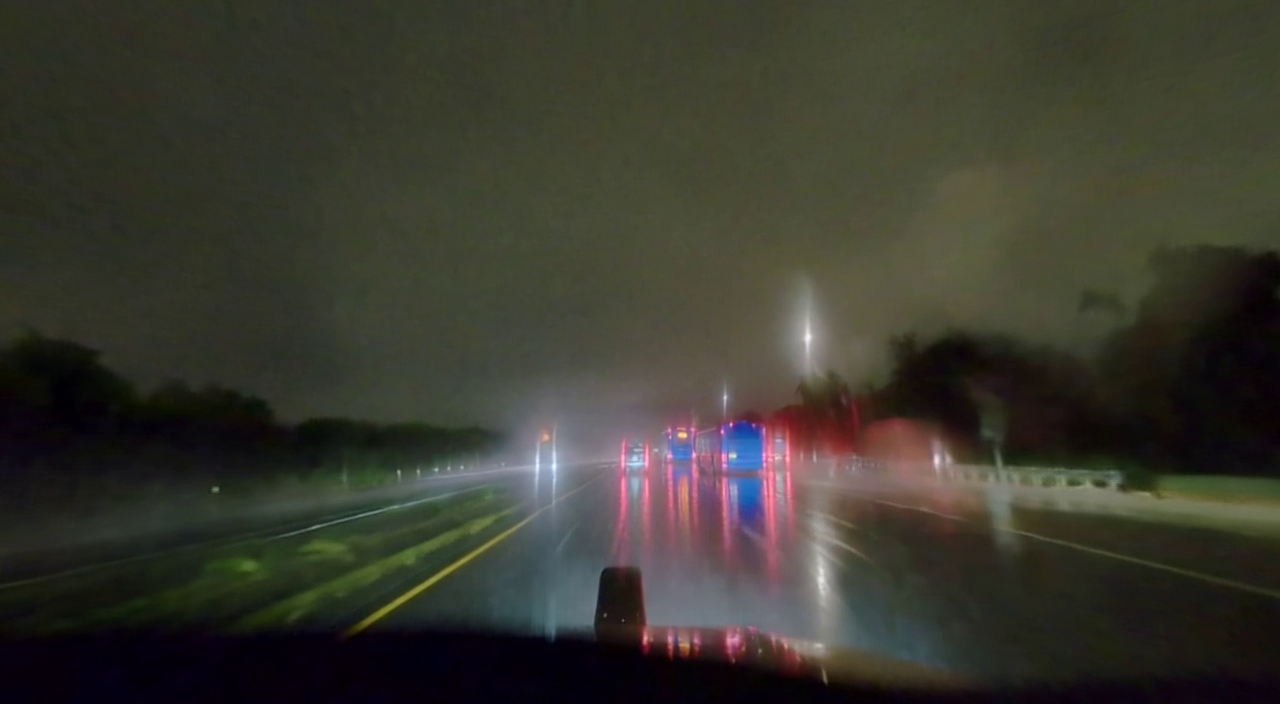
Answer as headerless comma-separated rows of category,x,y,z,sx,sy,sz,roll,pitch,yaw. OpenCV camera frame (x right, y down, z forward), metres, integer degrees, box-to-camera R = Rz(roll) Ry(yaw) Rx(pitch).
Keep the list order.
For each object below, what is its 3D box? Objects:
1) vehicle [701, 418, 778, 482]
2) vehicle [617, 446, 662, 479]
vehicle,4.303,4.426,28.438,2.440,2.555,5.957,0,-9,0
vehicle,-0.023,5.252,30.177,2.004,1.449,3.817,0,-9,0
